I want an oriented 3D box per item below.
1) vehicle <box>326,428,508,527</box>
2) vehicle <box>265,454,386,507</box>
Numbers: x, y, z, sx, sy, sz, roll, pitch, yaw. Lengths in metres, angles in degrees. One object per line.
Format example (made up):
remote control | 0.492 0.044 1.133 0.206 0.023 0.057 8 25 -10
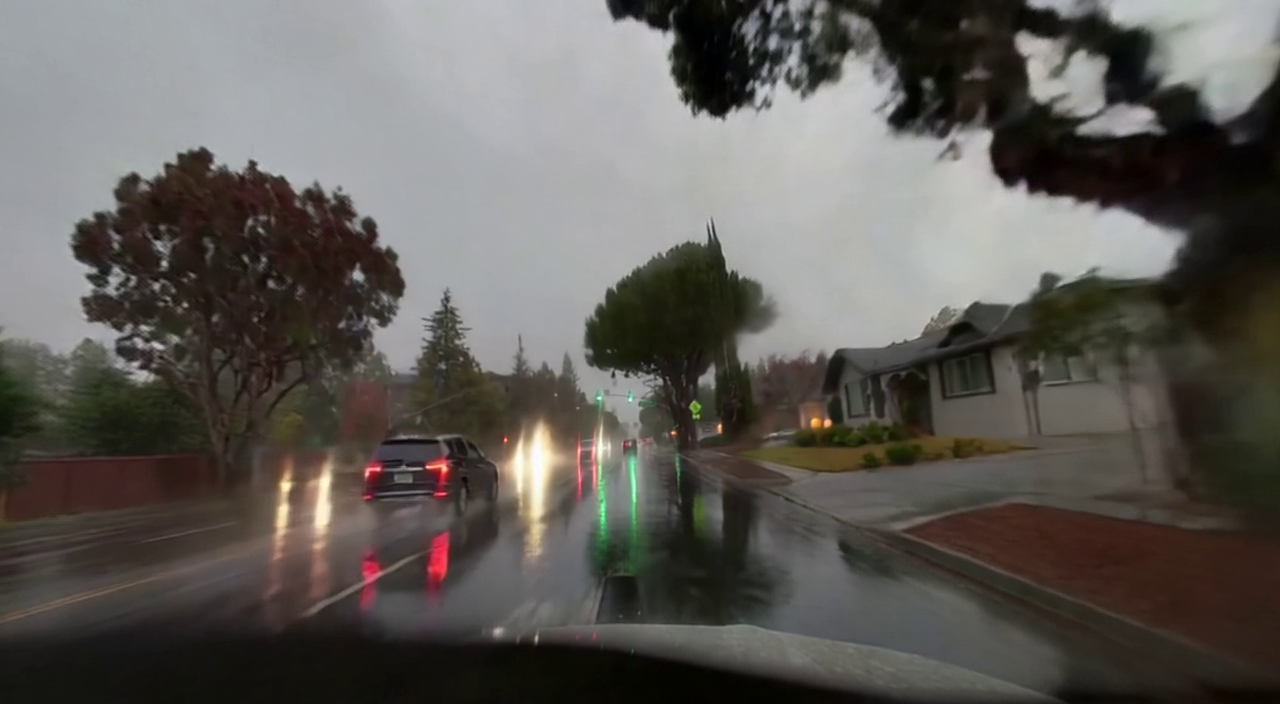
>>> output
vehicle | -4.405 2.549 13.472 2.169 1.706 4.638 0 -8 0
vehicle | -10.652 4.348 21.806 1.949 1.526 4.351 0 -8 0
